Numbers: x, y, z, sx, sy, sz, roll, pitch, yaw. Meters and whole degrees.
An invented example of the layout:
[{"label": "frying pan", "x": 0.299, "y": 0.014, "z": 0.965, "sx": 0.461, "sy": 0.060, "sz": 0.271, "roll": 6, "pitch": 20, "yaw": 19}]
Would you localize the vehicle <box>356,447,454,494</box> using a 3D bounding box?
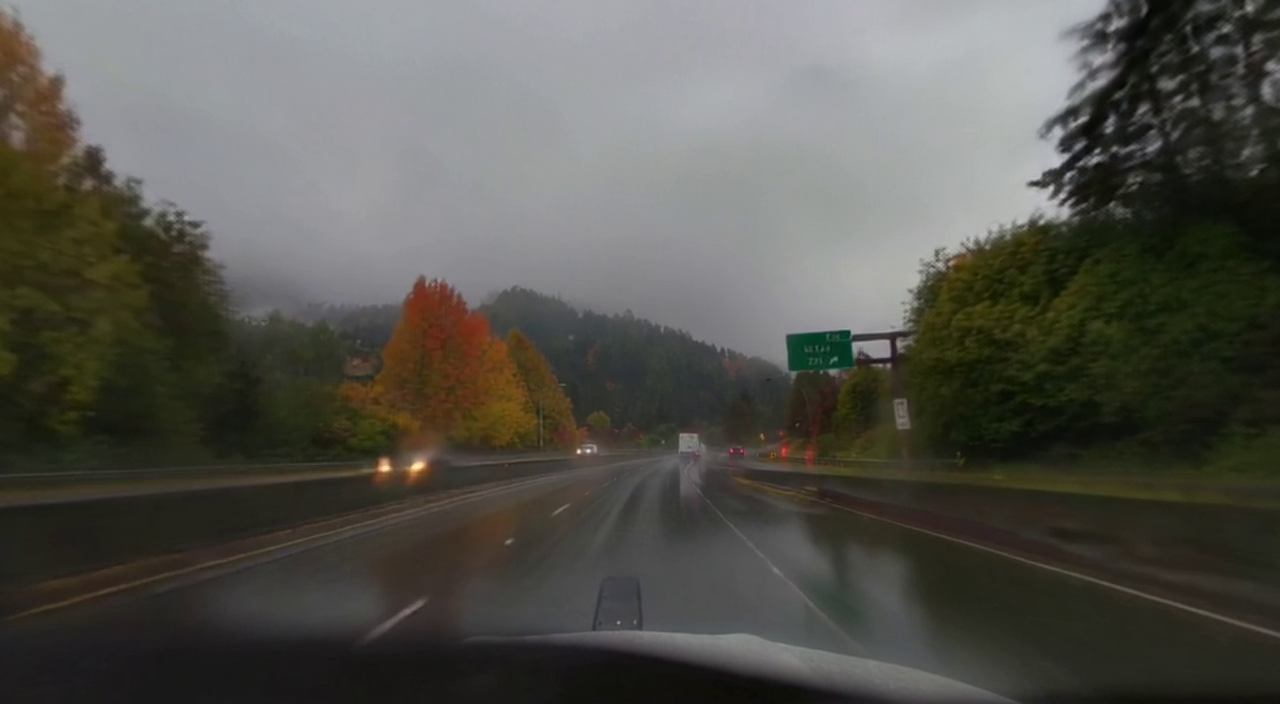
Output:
[{"label": "vehicle", "x": -8.366, "y": 4.222, "z": 22.729, "sx": 1.858, "sy": 1.498, "sz": 4.096, "roll": -1, "pitch": -9, "yaw": 2}]
